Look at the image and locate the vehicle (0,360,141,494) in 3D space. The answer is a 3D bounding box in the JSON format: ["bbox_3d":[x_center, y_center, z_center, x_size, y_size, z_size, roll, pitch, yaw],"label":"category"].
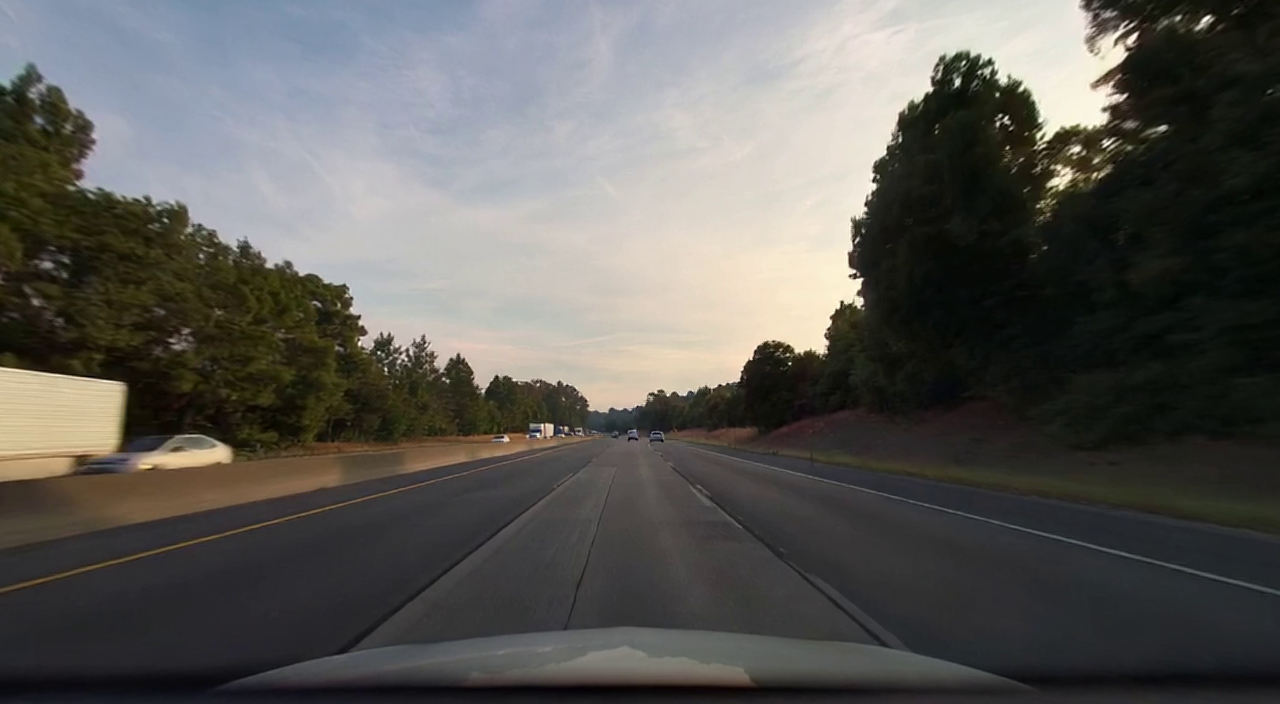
[{"bbox_3d":[-20.640,1.875,15.970,2.934,3.998,16.255,0,-8,-1],"label":"vehicle"}]
